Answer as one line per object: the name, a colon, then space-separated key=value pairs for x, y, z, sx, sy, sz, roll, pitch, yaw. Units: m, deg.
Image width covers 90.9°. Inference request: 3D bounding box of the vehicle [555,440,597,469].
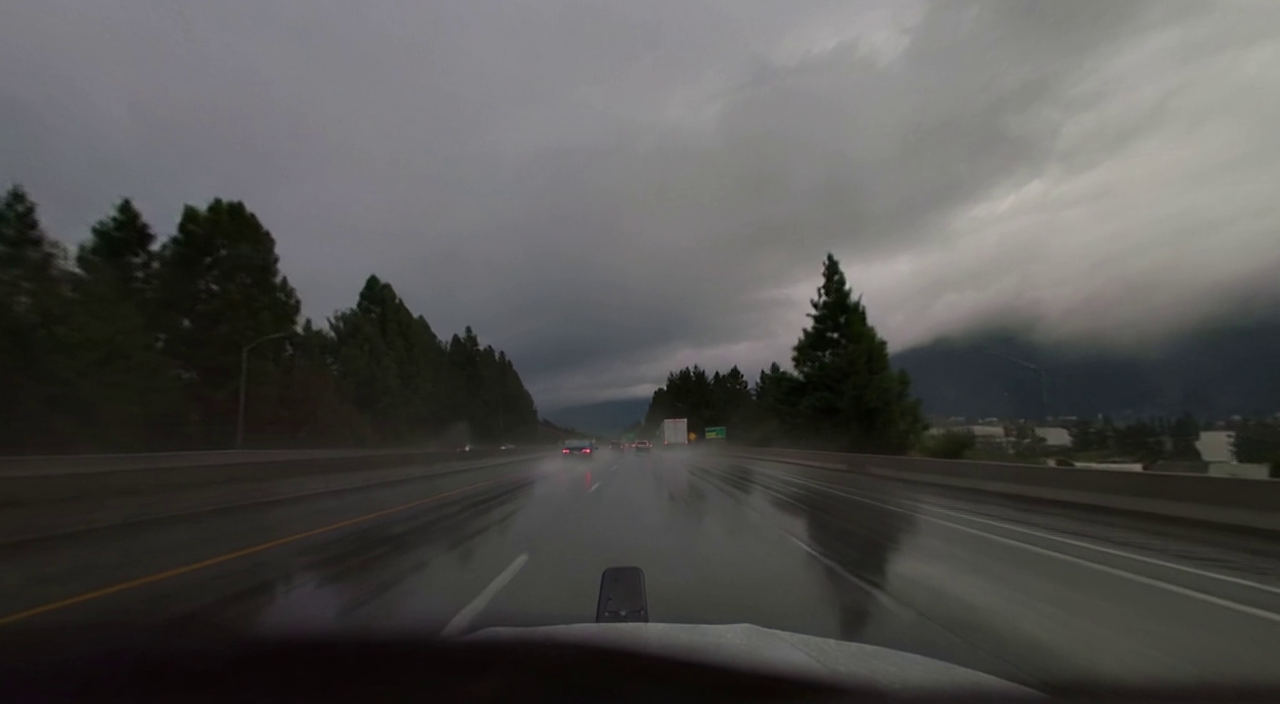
vehicle: x=-3.665 y=5.976 z=36.882 sx=2.025 sy=1.571 sz=3.662 roll=0 pitch=-9 yaw=1
